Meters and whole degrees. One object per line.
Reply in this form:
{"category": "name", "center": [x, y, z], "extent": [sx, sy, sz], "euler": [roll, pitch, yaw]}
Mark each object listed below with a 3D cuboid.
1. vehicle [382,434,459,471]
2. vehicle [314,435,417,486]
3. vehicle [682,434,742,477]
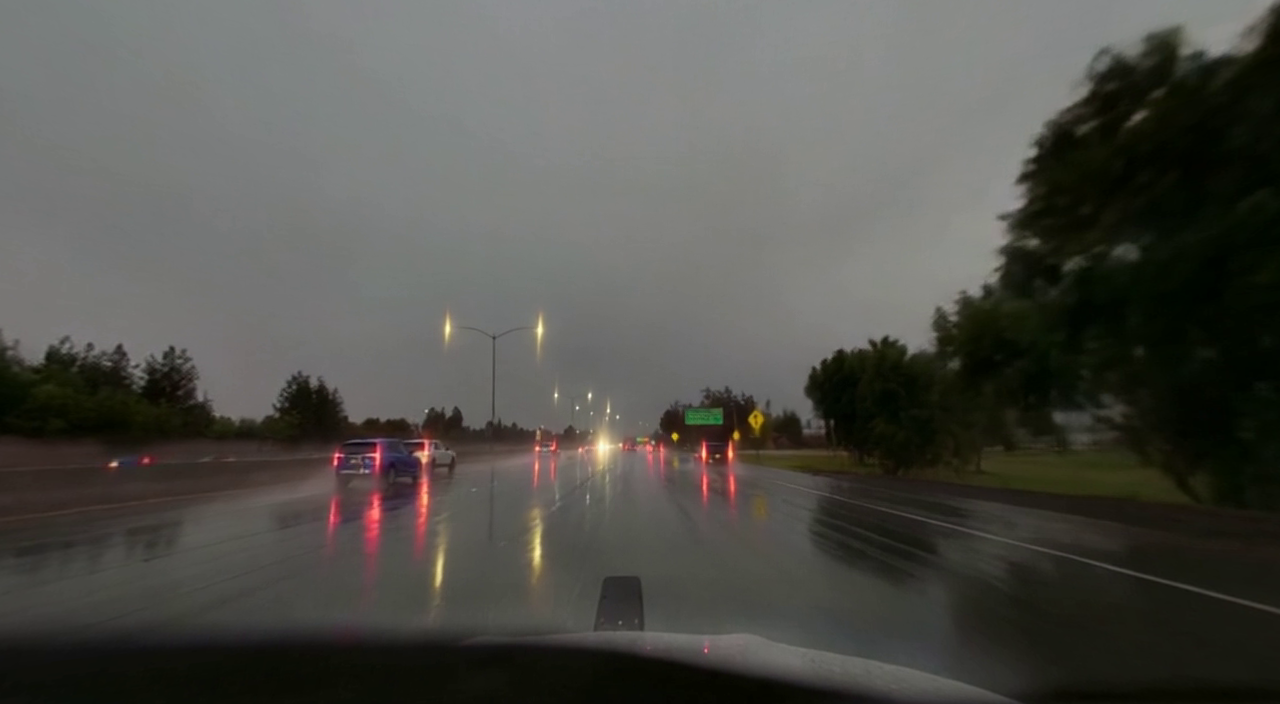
{"category": "vehicle", "center": [-14.584, 6.738, 42.381], "extent": [2.736, 2.262, 6.533], "euler": [0, -8, 1]}
{"category": "vehicle", "center": [-11.166, 4.429, 26.056], "extent": [2.137, 1.873, 4.687], "euler": [0, -8, 0]}
{"category": "vehicle", "center": [3.325, 4.897, 30.096], "extent": [2.184, 1.892, 4.763], "euler": [0, -8, -1]}
